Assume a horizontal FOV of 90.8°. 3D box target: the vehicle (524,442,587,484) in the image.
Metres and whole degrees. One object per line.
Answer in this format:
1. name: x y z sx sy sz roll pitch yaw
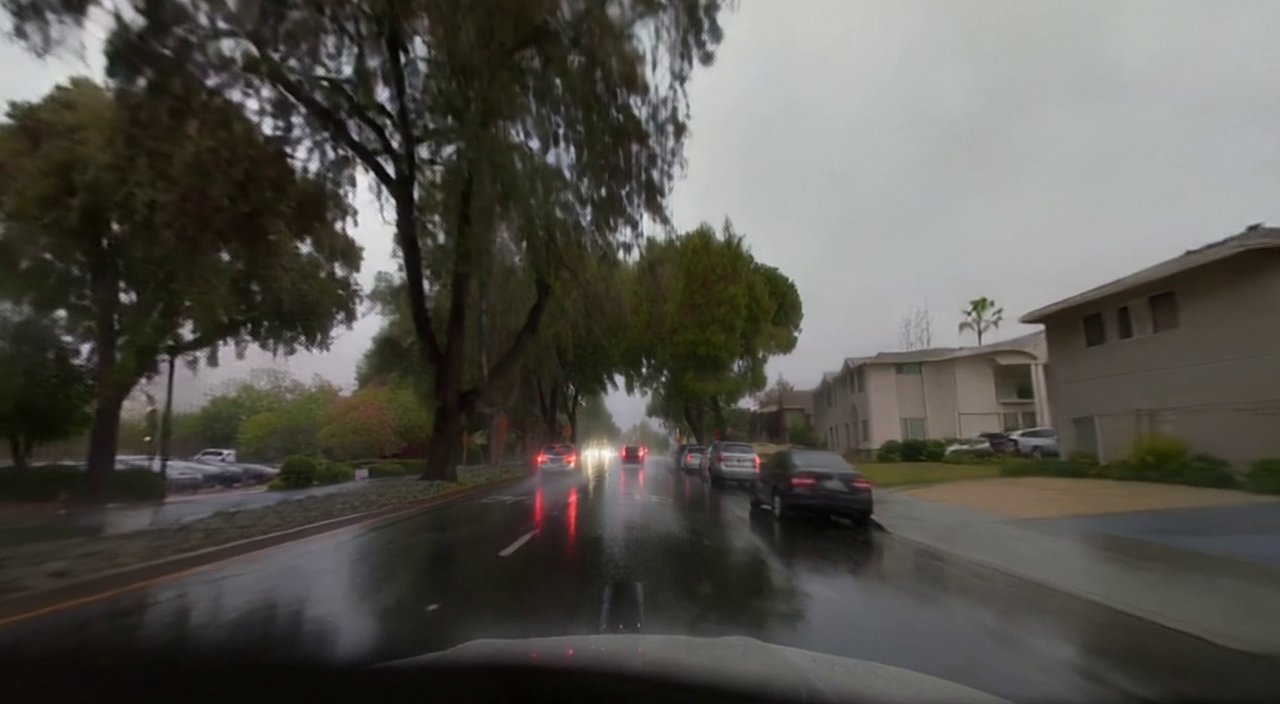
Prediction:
1. vehicle: -3.589 4.822 27.799 2.129 1.668 4.722 0 -9 0

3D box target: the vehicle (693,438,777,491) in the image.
1. vehicle: 3.589 4.389 24.949 2.273 1.860 5.077 1 -9 -3

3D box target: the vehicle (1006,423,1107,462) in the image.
1. vehicle: 19.326 4.252 29.599 1.938 1.668 4.286 0 -9 3

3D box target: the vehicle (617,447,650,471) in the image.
1. vehicle: -0.407 7.215 42.895 2.142 1.548 4.273 0 -9 0

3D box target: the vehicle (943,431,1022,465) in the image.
1. vehicle: 16.443 4.651 30.572 1.747 1.460 4.247 0 -9 6

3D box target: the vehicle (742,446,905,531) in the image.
1. vehicle: 3.673 2.814 13.736 2.019 1.495 4.755 0 -9 -1

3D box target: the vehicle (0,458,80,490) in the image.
1. vehicle: -41.567 8.114 42.285 2.307 1.896 6.192 0 -9 2
